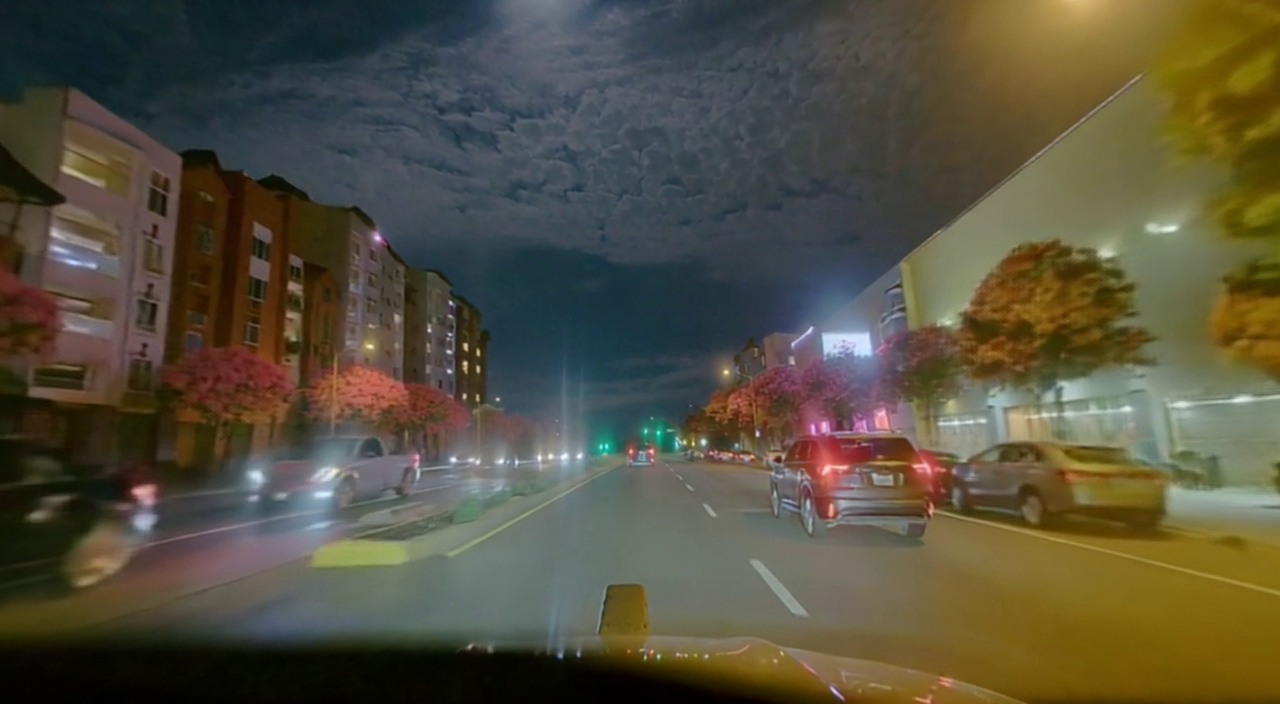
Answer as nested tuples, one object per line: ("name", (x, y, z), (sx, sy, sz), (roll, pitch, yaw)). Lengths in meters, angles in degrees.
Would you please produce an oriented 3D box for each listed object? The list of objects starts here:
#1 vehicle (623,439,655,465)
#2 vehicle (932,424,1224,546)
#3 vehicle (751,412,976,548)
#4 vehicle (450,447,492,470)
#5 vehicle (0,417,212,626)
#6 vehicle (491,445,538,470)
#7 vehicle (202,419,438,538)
("vehicle", (-0.045, 7.256, 45.833), (2.244, 1.813, 4.129), (0, -8, 1))
("vehicle", (7.264, 2.217, 11.259), (2.022, 1.714, 4.550), (0, -8, 2))
("vehicle", (3.320, 2.004, 10.546), (2.071, 1.747, 4.549), (0, -8, 0))
("vehicle", (-11.615, 7.321, 43.511), (1.779, 1.495, 3.766), (0, -8, 2))
("vehicle", (-5.657, 1.225, 4.349), (2.012, 1.501, 4.626), (-2, -7, 3))
("vehicle", (-7.778, 6.565, 39.393), (1.931, 1.491, 4.026), (0, -8, 2))
("vehicle", (-5.685, 2.255, 12.098), (2.034, 1.771, 4.795), (-1, -7, 0))
